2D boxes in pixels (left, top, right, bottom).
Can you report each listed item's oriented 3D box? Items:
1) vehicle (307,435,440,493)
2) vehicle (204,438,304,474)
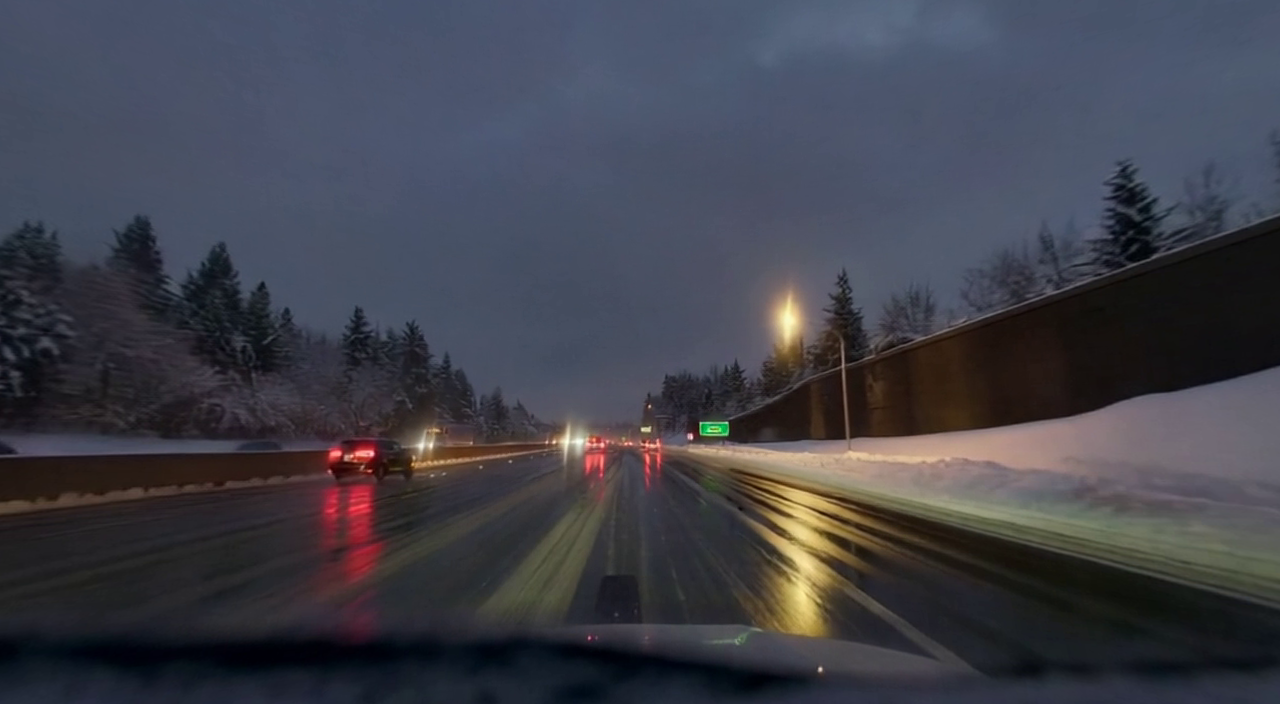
[{"bbox_3d":[-7.803,3.322,19.086,2.060,1.507,4.494,0,-9,0],"label":"vehicle"},{"bbox_3d":[-19.130,5.165,31.615,2.092,1.657,4.704,0,-9,-1],"label":"vehicle"}]
